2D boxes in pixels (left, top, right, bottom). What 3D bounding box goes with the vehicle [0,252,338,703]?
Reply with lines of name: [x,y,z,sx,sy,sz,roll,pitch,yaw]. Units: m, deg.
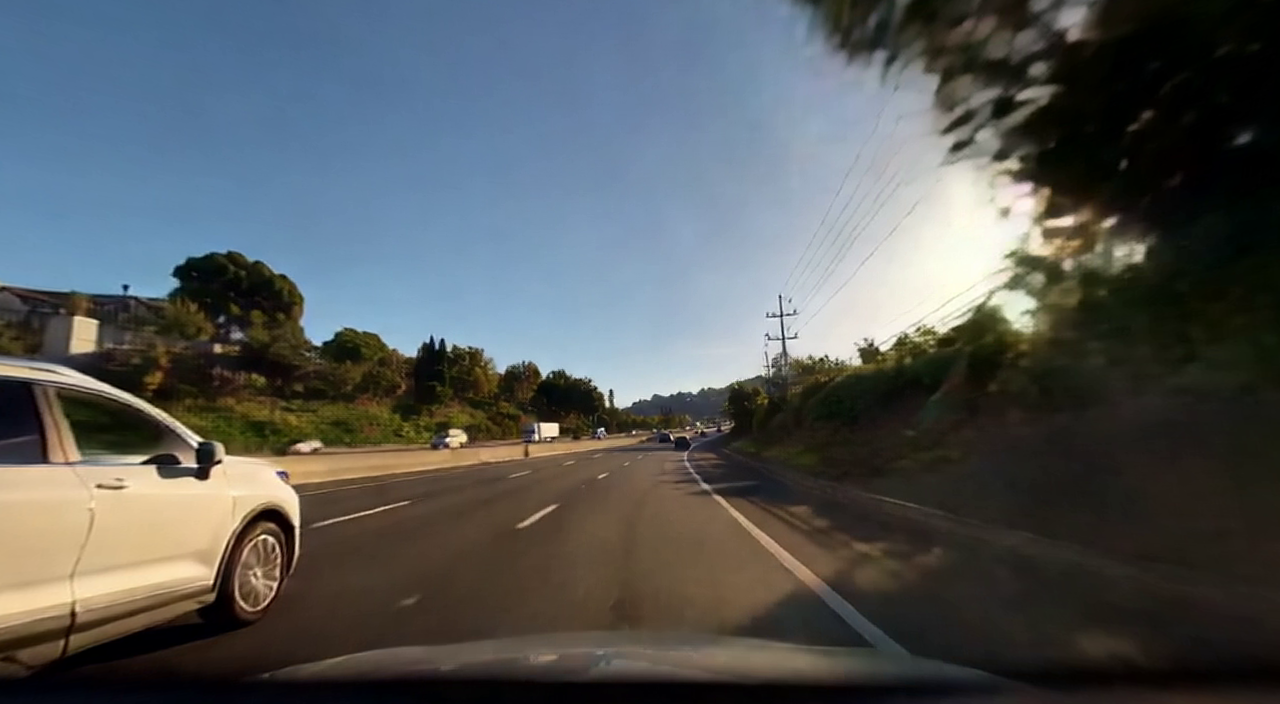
vehicle: [-3.437,0.615,2.259,2.136,1.975,5.037,0,-8,1]
